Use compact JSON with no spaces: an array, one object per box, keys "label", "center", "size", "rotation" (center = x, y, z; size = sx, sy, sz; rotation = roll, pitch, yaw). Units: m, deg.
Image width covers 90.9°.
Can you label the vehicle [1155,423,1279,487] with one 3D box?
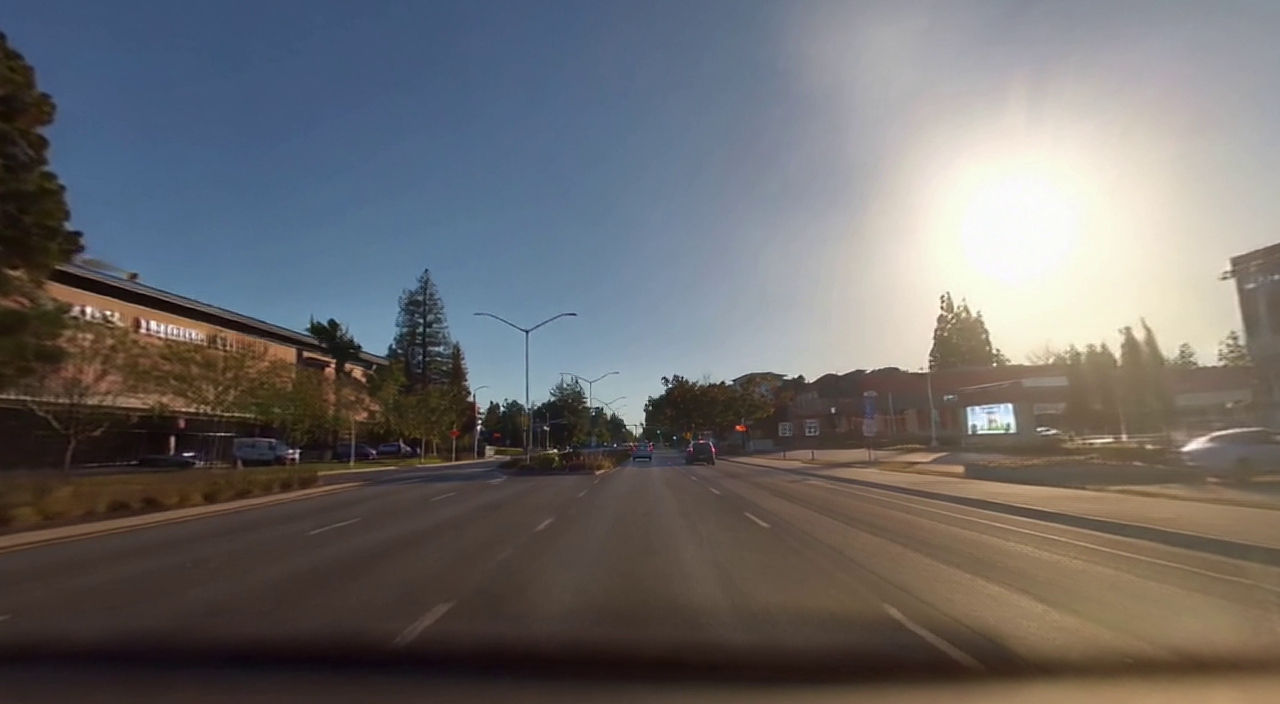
[{"label":"vehicle","center":[16.695,2.682,16.640],"size":[4.233,1.562,2.143],"rotation":[0,-8,2]}]

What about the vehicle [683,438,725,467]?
[{"label":"vehicle","center":[3.856,6.128,38.677],"size":[2.007,1.683,4.171],"rotation":[0,-8,-1]}]
